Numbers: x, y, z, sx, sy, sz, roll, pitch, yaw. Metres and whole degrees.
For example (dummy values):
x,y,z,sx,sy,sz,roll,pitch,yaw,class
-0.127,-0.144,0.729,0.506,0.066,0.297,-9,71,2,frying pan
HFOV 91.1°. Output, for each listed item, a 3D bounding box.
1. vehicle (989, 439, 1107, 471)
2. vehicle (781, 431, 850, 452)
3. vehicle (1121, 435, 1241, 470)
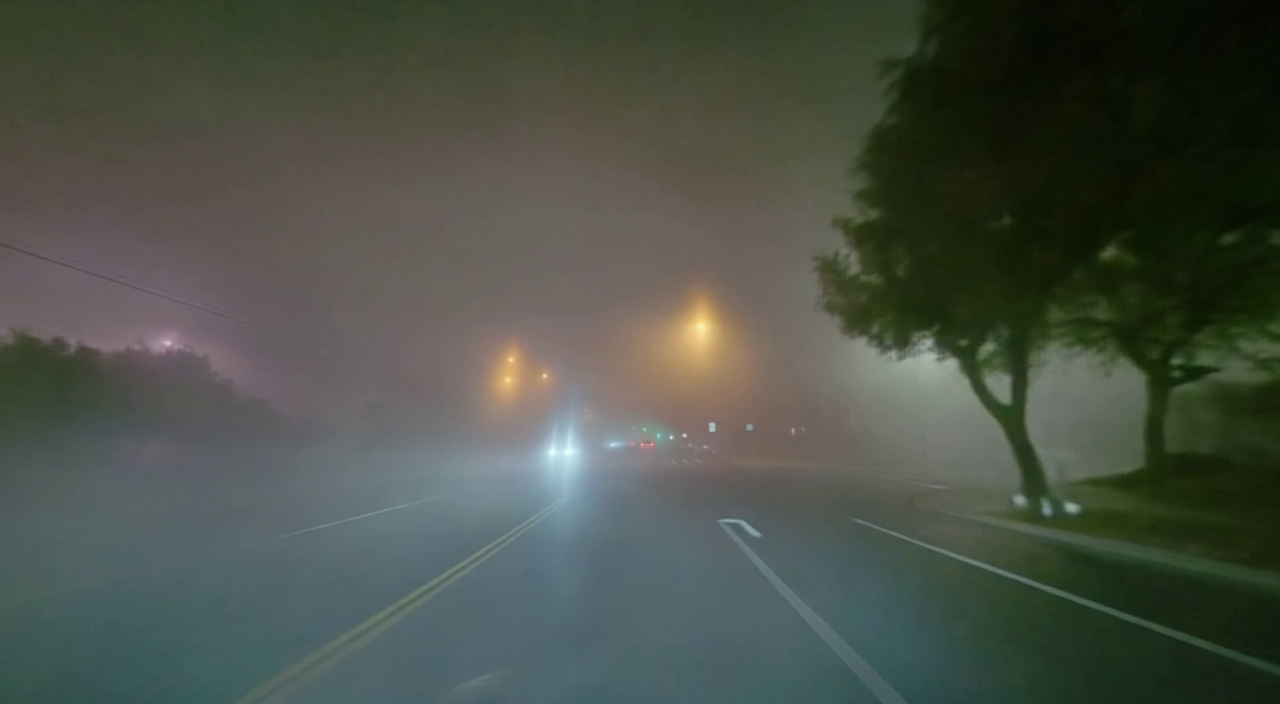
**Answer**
x,y,z,sx,sy,sz,roll,pitch,yaw,class
21.013,5.287,32.425,4.849,1.470,2.041,0,-8,-7,vehicle
13.809,7.084,49.565,4.674,1.557,2.288,1,-9,-5,vehicle
28.775,5.391,33.463,4.686,1.536,2.037,4,-11,-6,vehicle
